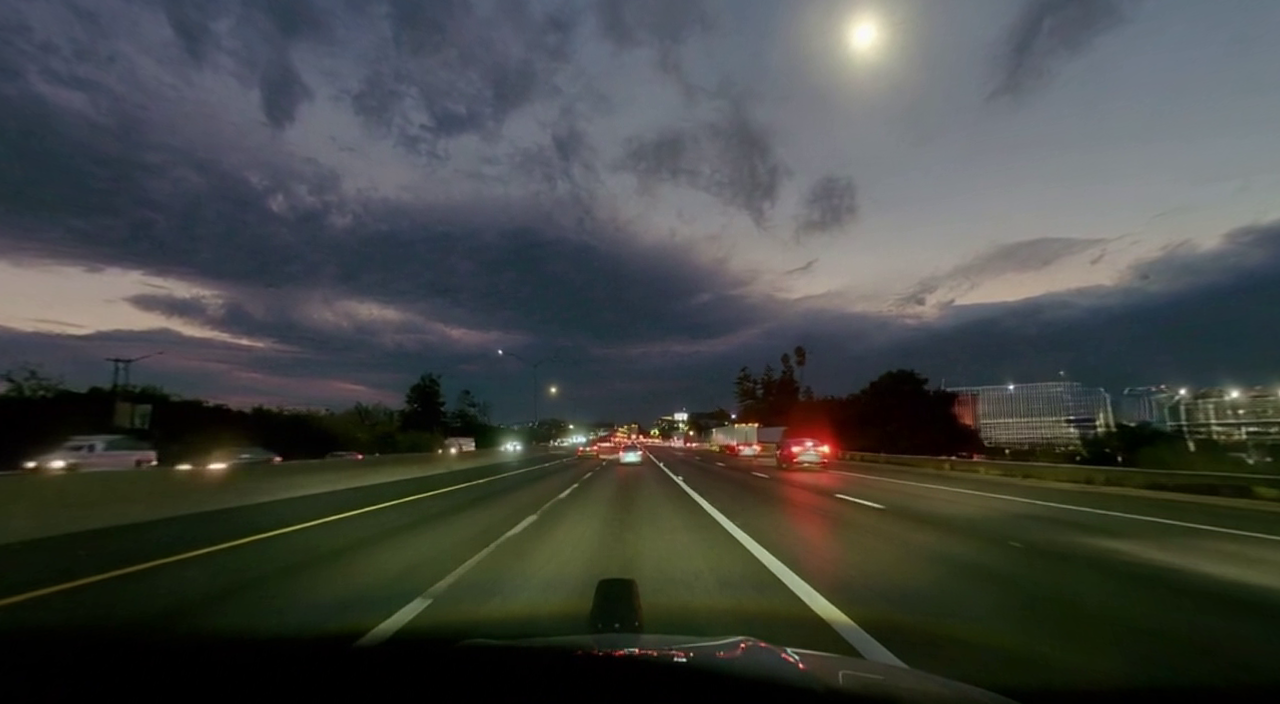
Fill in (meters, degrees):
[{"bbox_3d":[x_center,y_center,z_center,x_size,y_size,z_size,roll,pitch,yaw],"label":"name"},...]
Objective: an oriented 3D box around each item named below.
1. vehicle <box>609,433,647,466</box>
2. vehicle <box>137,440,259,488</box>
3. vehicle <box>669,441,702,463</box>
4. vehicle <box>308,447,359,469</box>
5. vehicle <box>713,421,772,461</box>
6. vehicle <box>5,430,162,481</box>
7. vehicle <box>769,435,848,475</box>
[{"bbox_3d":[-0.672,5.489,35.641,2.002,1.759,4.658,0,-9,-1],"label":"vehicle"},{"bbox_3d":[-14.109,3.574,20.392,1.546,1.405,3.307,0,-9,-1],"label":"vehicle"},{"bbox_3d":[2.979,6.621,41.954,1.816,1.353,3.809,0,-9,-2],"label":"vehicle"},{"bbox_3d":[-22.242,7.682,45.966,1.892,1.447,3.595,0,-9,-1],"label":"vehicle"},{"bbox_3d":[6.824,6.109,42.969,2.790,2.473,6.815,0,-9,0],"label":"vehicle"},{"bbox_3d":[-29.532,5.520,33.971,2.378,2.420,6.571,0,-9,0],"label":"vehicle"},{"bbox_3d":[6.682,4.144,25.588,1.879,1.428,4.402,0,-9,-2],"label":"vehicle"}]
